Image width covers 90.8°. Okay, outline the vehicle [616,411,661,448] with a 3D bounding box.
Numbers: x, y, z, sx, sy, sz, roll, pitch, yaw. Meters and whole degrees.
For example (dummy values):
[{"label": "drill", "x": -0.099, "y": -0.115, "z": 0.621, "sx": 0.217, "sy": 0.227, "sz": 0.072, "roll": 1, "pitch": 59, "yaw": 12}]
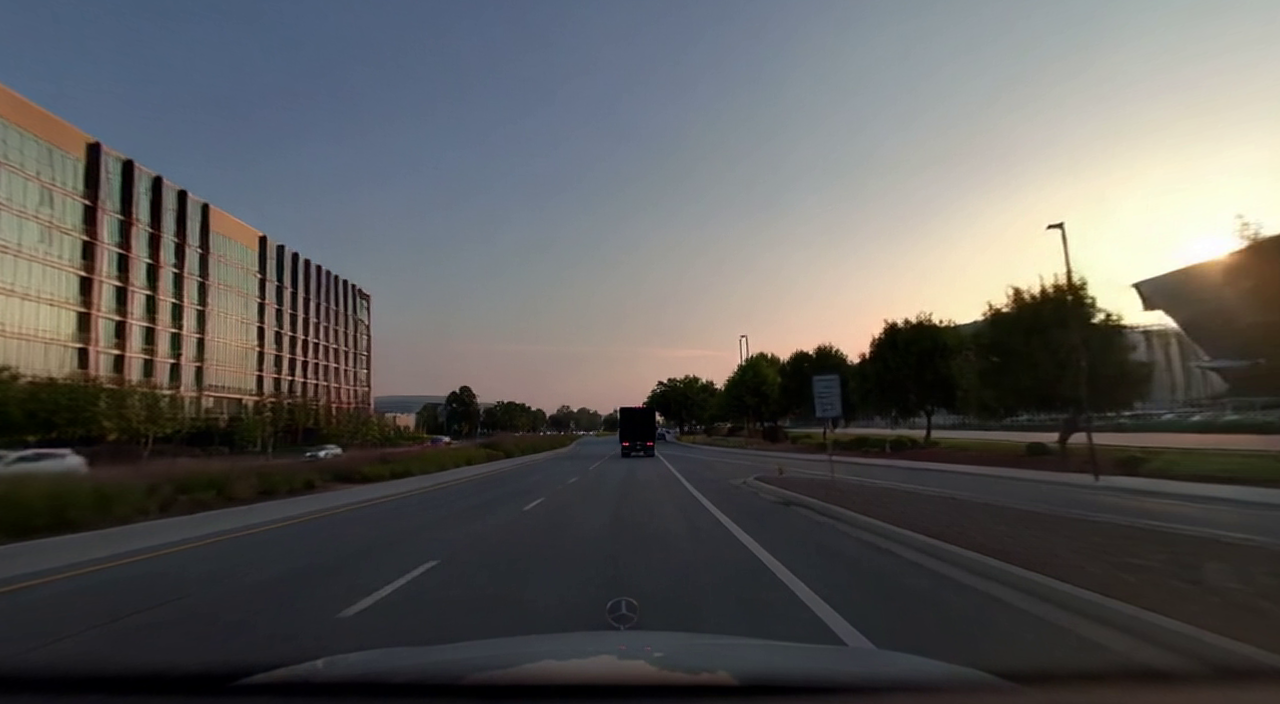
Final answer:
[{"label": "vehicle", "x": -0.176, "y": 4.202, "z": 33.660, "sx": 2.178, "sy": 1.829, "sz": 4.932, "roll": 0, "pitch": -9, "yaw": -3}]
